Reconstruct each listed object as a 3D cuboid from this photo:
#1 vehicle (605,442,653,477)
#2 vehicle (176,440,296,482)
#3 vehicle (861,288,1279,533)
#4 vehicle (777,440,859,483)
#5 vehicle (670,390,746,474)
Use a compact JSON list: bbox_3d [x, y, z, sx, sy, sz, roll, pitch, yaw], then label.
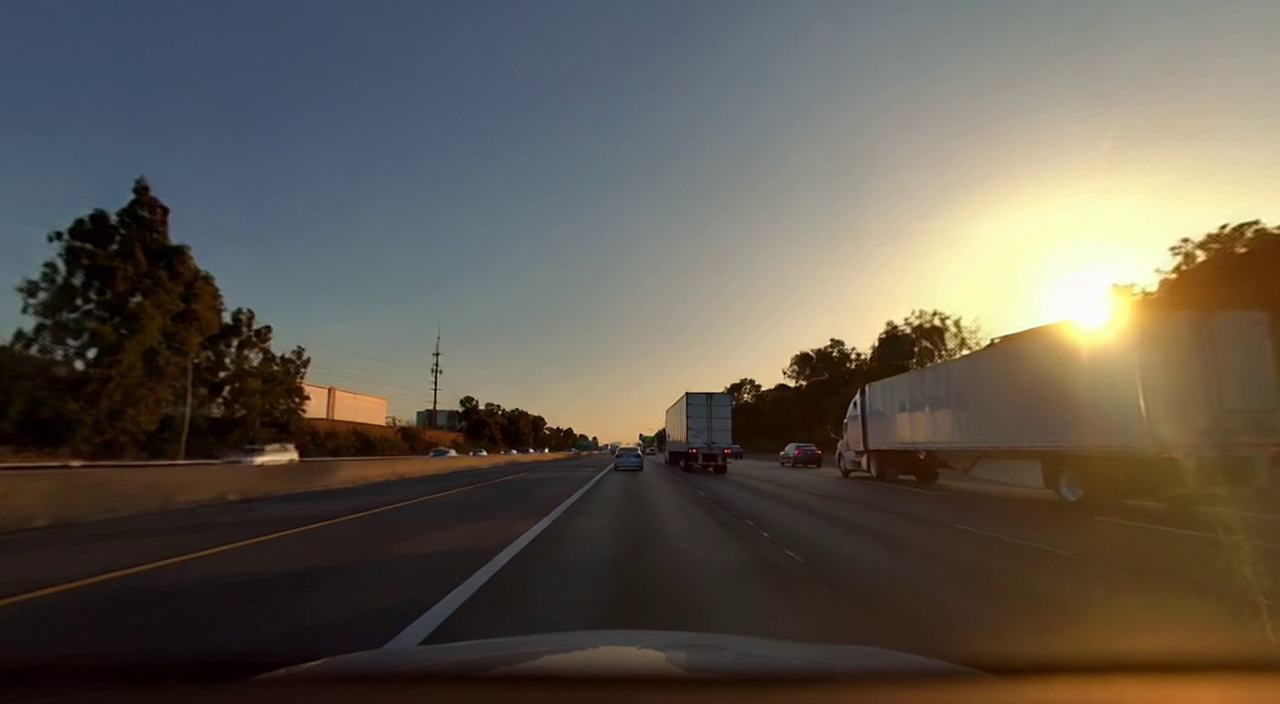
[{"bbox_3d":[-0.524,5.181,30.617,2.163,1.551,4.180,0,-9,-1],"label":"vehicle"},{"bbox_3d":[-16.650,4.497,26.368,1.963,1.575,4.544,0,-9,0],"label":"vehicle"},{"bbox_3d":[11.361,2.248,19.313,2.898,4.171,17.188,0,-9,0],"label":"vehicle"},{"bbox_3d":[7.417,4.599,26.808,2.154,1.658,4.347,0,-9,-1],"label":"vehicle"},{"bbox_3d":[3.604,4.736,36.382,2.999,4.127,10.526,0,-9,-1],"label":"vehicle"}]
